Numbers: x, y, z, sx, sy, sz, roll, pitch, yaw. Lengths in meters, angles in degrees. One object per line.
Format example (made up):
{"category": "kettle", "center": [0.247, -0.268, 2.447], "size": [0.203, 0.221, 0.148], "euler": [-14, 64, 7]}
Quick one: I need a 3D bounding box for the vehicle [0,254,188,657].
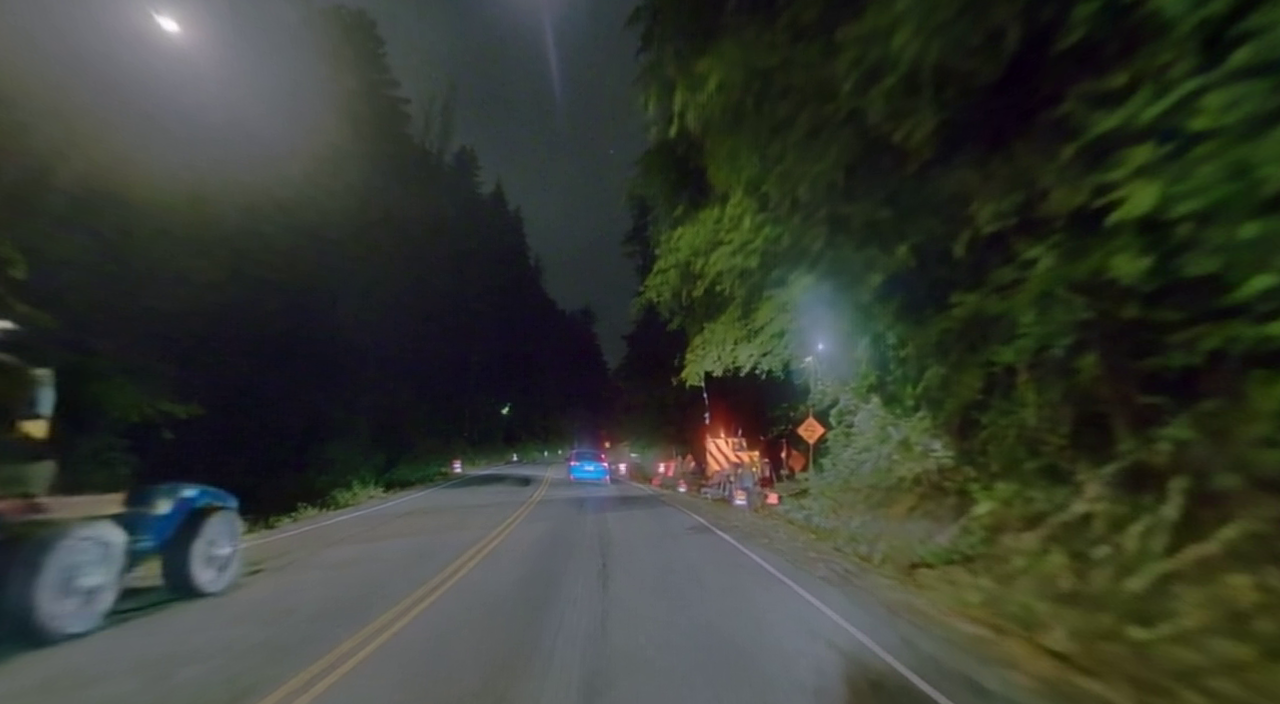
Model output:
{"category": "vehicle", "center": [-5.316, 0.594, 3.570], "size": [2.257, 2.597, 4.069], "euler": [0, -8, 2]}

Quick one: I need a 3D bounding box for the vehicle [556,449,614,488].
{"category": "vehicle", "center": [-2.470, 4.966, 27.264], "size": [2.259, 1.503, 4.075], "euler": [1, -9, -8]}
